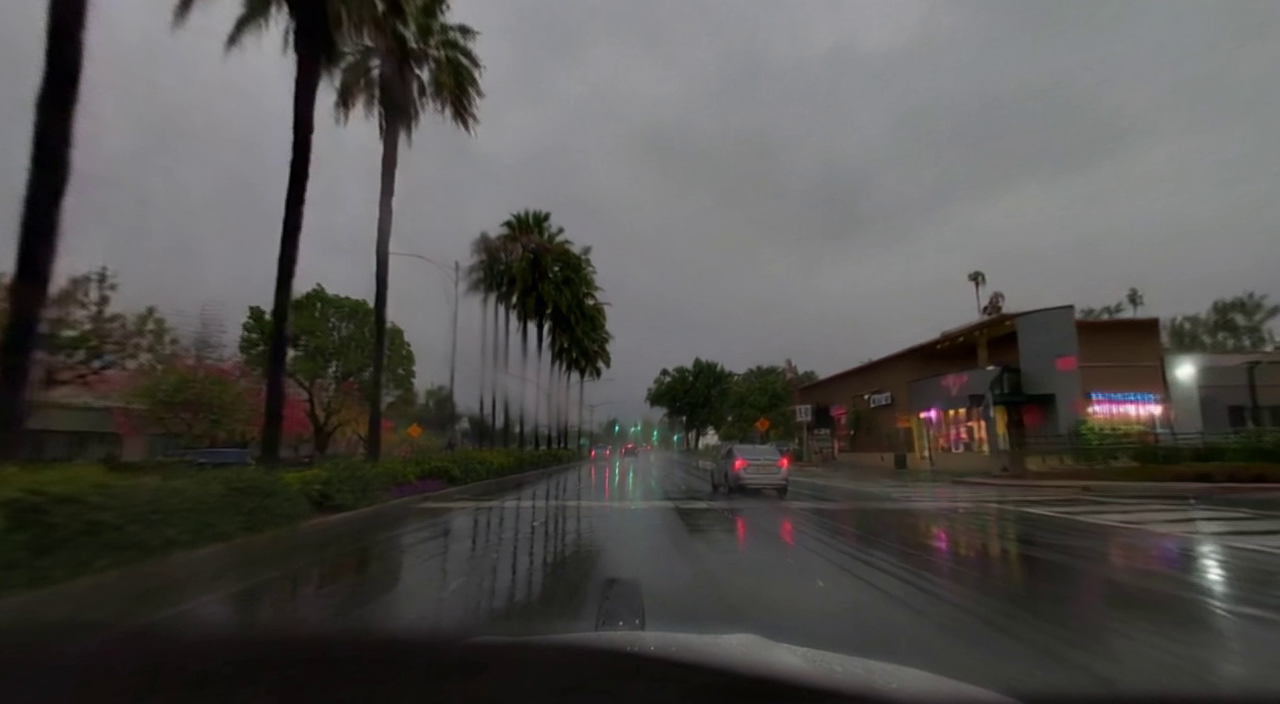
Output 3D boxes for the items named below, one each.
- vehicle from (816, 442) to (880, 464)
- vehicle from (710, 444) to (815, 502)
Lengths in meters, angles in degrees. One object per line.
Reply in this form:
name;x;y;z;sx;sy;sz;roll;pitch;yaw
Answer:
vehicle;15.746;7.700;48.014;4.091;1.605;2.017;0;-9;-1
vehicle;3.465;3.508;18.873;2.090;1.503;4.566;0;-9;-2
